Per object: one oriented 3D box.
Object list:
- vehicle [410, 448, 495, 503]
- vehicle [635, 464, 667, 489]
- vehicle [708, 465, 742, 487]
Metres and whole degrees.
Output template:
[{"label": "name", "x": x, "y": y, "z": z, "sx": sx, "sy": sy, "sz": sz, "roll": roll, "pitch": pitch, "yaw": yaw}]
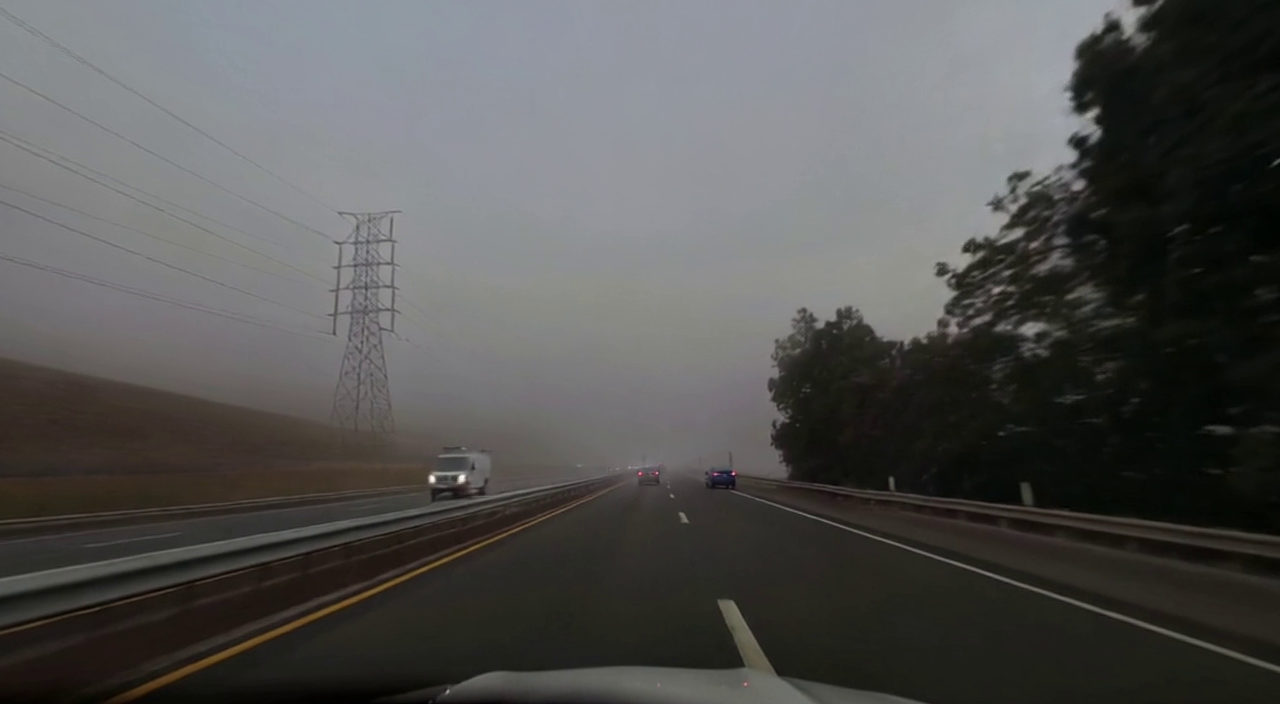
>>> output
[{"label": "vehicle", "x": -10.607, "y": 7.108, "z": 36.328, "sx": 2.485, "sy": 2.813, "sz": 6.798, "roll": 0, "pitch": -10, "yaw": 3}, {"label": "vehicle", "x": 0.721, "y": 8.458, "z": 42.846, "sx": 2.038, "sy": 1.596, "sz": 4.246, "roll": 1, "pitch": -11, "yaw": 1}, {"label": "vehicle", "x": 6.354, "y": 9.331, "z": 47.253, "sx": 1.985, "sy": 1.521, "sz": 3.904, "roll": 1, "pitch": -10, "yaw": 0}]
